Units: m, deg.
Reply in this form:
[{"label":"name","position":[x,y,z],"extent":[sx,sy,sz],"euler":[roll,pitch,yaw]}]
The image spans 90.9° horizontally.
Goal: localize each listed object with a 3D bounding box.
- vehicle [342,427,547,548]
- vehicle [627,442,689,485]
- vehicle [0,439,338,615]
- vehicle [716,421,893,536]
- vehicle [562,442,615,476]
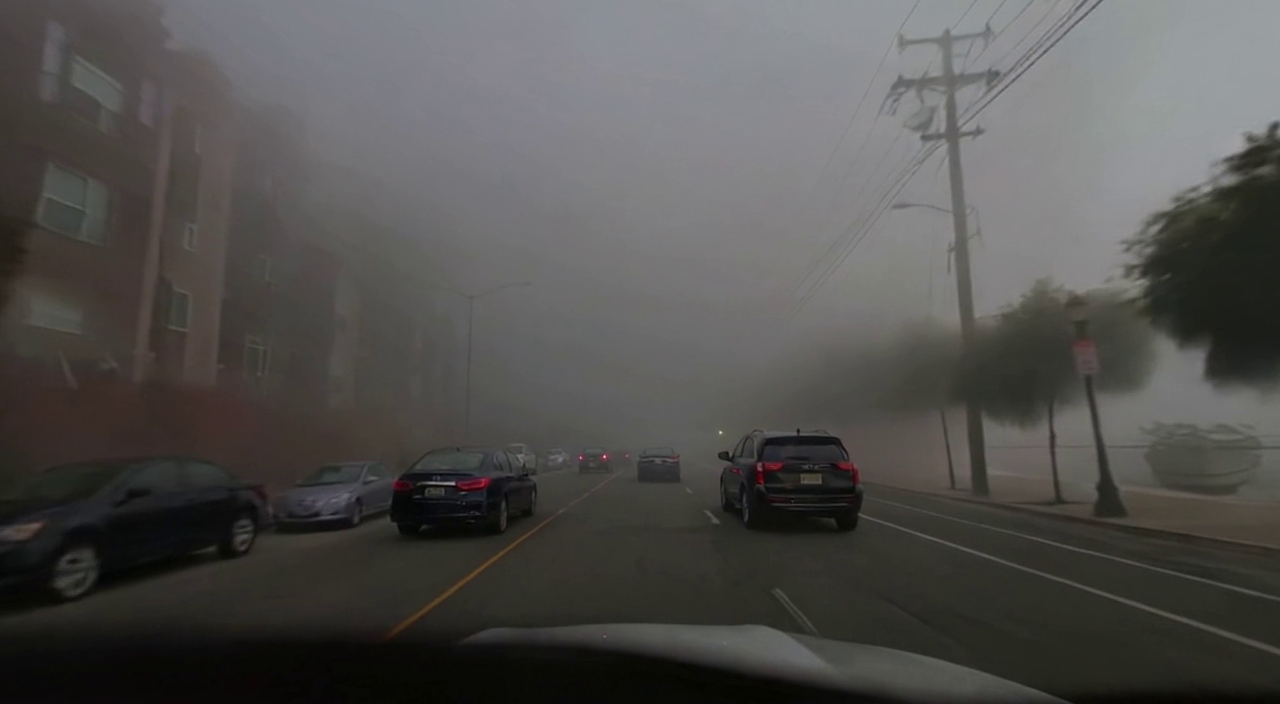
[{"label":"vehicle","position":[-2.968,2.143,10.641],"extent":[2.085,1.619,3.976],"euler":[-1,-8,1]},{"label":"vehicle","position":[0.657,4.186,24.138],"extent":[2.139,1.466,4.373],"euler":[0,-8,1]},{"label":"vehicle","position":[-5.821,1.843,7.736],"extent":[1.886,1.494,4.496],"euler":[-1,-8,2]},{"label":"vehicle","position":[2.749,2.226,11.747],"extent":[2.094,1.709,4.394],"euler":[0,-8,0]},{"label":"vehicle","position":[-2.383,5.113,30.438],"extent":[2.019,1.507,4.643],"euler":[-1,-8,2]}]
